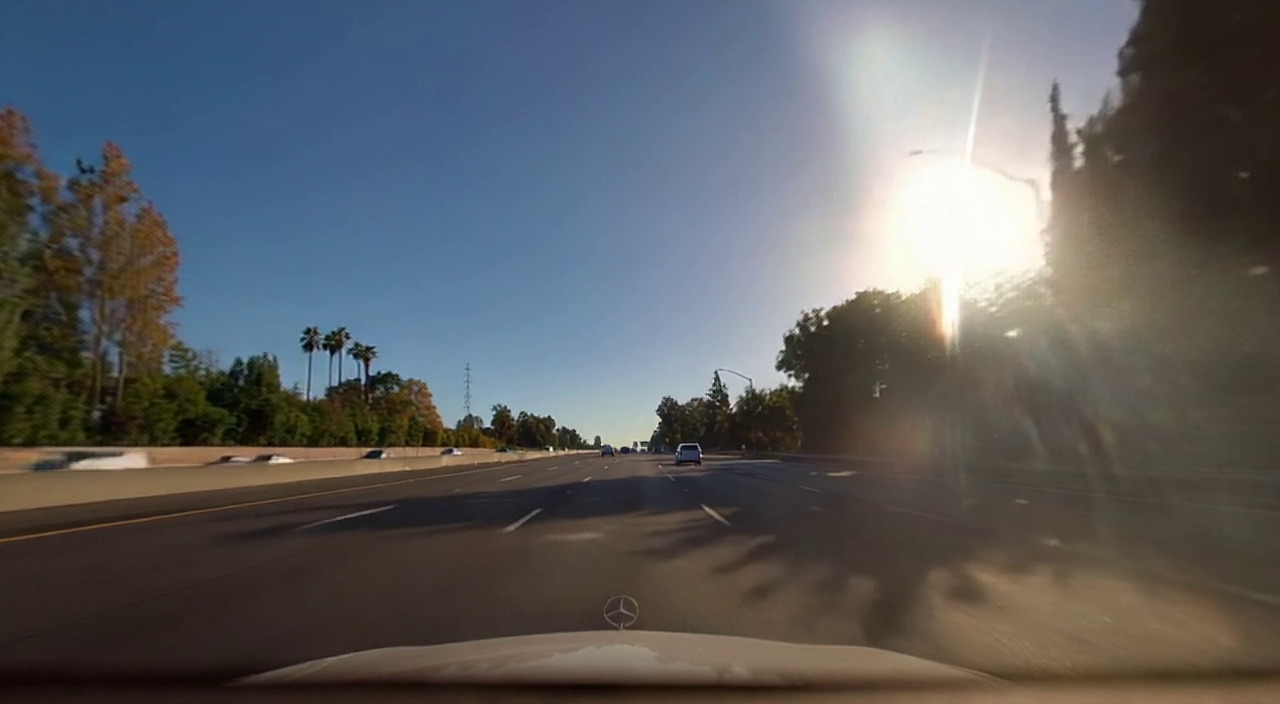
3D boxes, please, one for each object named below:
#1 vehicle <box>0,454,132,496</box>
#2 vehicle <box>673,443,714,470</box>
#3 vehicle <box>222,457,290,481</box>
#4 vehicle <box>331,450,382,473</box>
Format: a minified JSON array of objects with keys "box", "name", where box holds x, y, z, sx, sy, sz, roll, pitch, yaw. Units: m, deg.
[{"box":[-23.219,4.913,25.653,1.789,1.515,4.010,0,-9,-1],"name":"vehicle"},{"box":[3.349,6.693,40.591,2.130,1.677,4.317,0,-9,-2],"name":"vehicle"},{"box":[-27.058,8.230,44.705,1.849,1.480,4.769,0,-9,-1],"name":"vehicle"},{"box":[-19.821,7.632,44.321,1.772,1.506,3.913,0,-9,0],"name":"vehicle"}]
